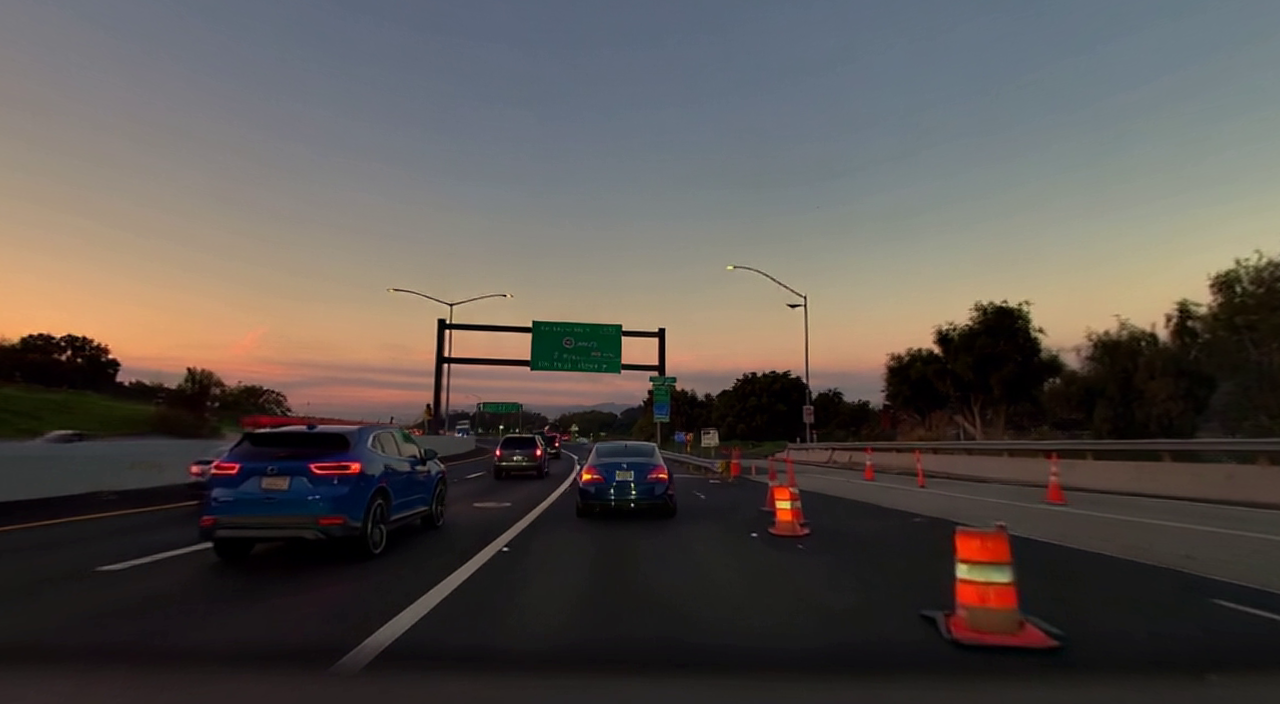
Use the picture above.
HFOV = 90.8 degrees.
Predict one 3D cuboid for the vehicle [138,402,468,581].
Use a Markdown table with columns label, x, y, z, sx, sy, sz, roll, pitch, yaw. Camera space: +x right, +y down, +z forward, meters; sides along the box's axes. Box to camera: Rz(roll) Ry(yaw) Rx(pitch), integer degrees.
| label | x | y | z | sx | sy | sz | roll | pitch | yaw |
| --- | --- | --- | --- | --- | --- | --- | --- | --- | --- |
| vehicle | -3.812 | 1.652 | 8.210 | 2.025 | 1.708 | 4.089 | 0 | -9 | 0 |

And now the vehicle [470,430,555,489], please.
| label | x | y | z | sx | sy | sz | roll | pitch | yaw |
| --- | --- | --- | --- | --- | --- | --- | --- | --- | --- |
| vehicle | -4.083 | 3.523 | 20.945 | 1.982 | 1.727 | 4.057 | 0 | -9 | -1 |

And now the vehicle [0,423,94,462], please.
| label | x | y | z | sx | sy | sz | roll | pitch | yaw |
| --- | --- | --- | --- | --- | --- | --- | --- | --- | --- |
| vehicle | -29.030 | 4.328 | 30.129 | 2.033 | 1.675 | 4.577 | 1 | -9 | -4 |

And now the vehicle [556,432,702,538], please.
| label | x | y | z | sx | sy | sz | roll | pitch | yaw |
| --- | --- | --- | --- | --- | --- | --- | --- | --- | --- |
| vehicle | -0.218 | 2.187 | 11.011 | 2.069 | 1.484 | 3.982 | 0 | -9 | -2 |
